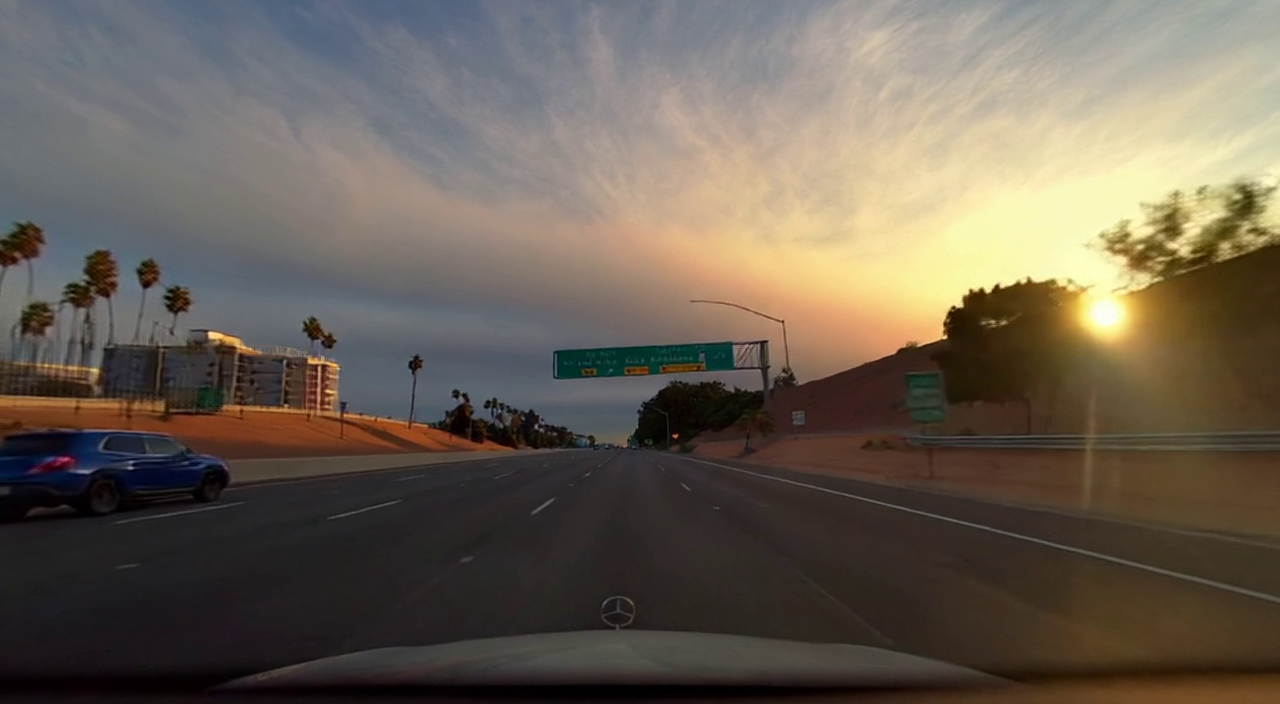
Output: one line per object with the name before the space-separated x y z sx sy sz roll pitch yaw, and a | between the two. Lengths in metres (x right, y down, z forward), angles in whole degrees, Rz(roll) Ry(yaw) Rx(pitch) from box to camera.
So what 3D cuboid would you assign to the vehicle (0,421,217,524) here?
vehicle | -11.440 2.427 13.201 2.016 1.754 4.543 0 -8 0
